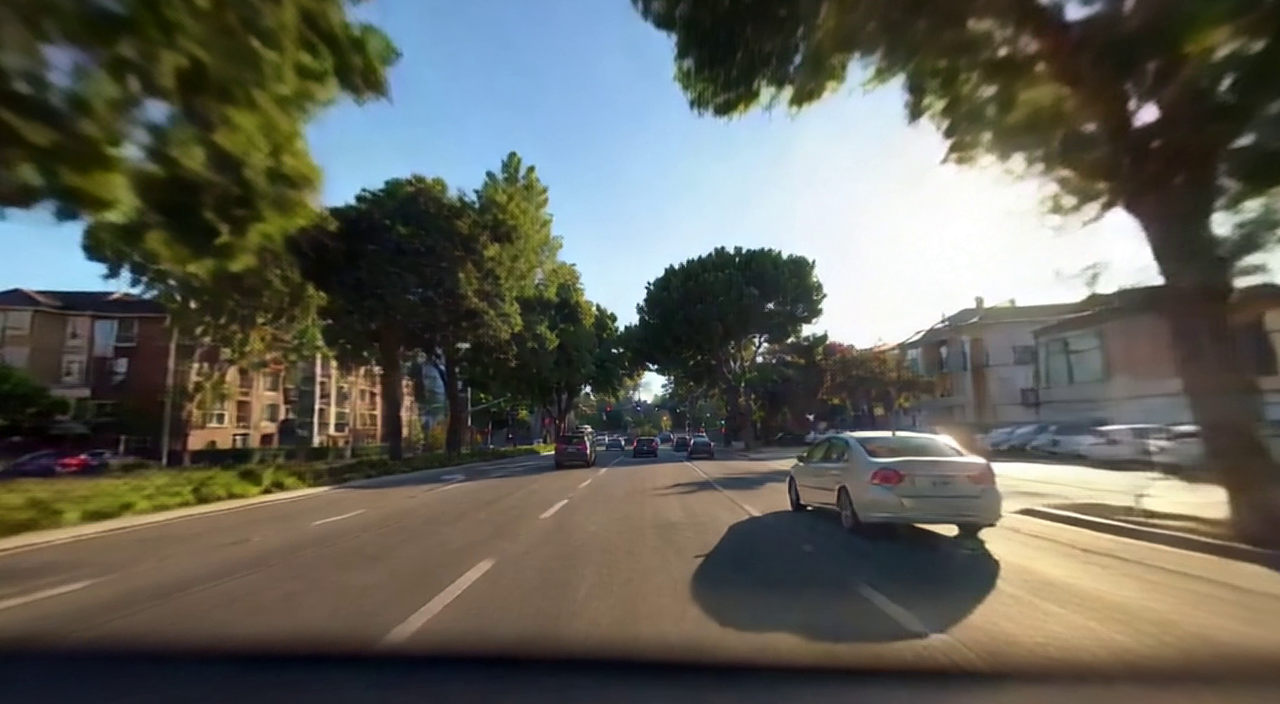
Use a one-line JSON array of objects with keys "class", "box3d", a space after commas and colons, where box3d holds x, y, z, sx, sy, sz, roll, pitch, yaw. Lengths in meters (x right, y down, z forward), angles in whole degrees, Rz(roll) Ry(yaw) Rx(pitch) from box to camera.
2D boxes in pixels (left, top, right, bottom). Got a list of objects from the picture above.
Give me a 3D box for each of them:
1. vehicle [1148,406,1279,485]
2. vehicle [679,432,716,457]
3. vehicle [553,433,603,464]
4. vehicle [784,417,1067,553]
[{"class": "vehicle", "box3d": [15.666, 2.305, 15.540, 4.410, 1.795, 2.078, 0, -8, -1]}, {"class": "vehicle", "box3d": [3.975, 6.484, 44.307, 2.137, 1.646, 4.488, 0, -8, 0]}, {"class": "vehicle", "box3d": [-3.205, 5.121, 33.477, 2.049, 1.485, 4.656, 0, -8, 1]}, {"class": "vehicle", "box3d": [3.748, 1.836, 9.438, 2.128, 1.502, 4.572, 0, -8, 1]}]
